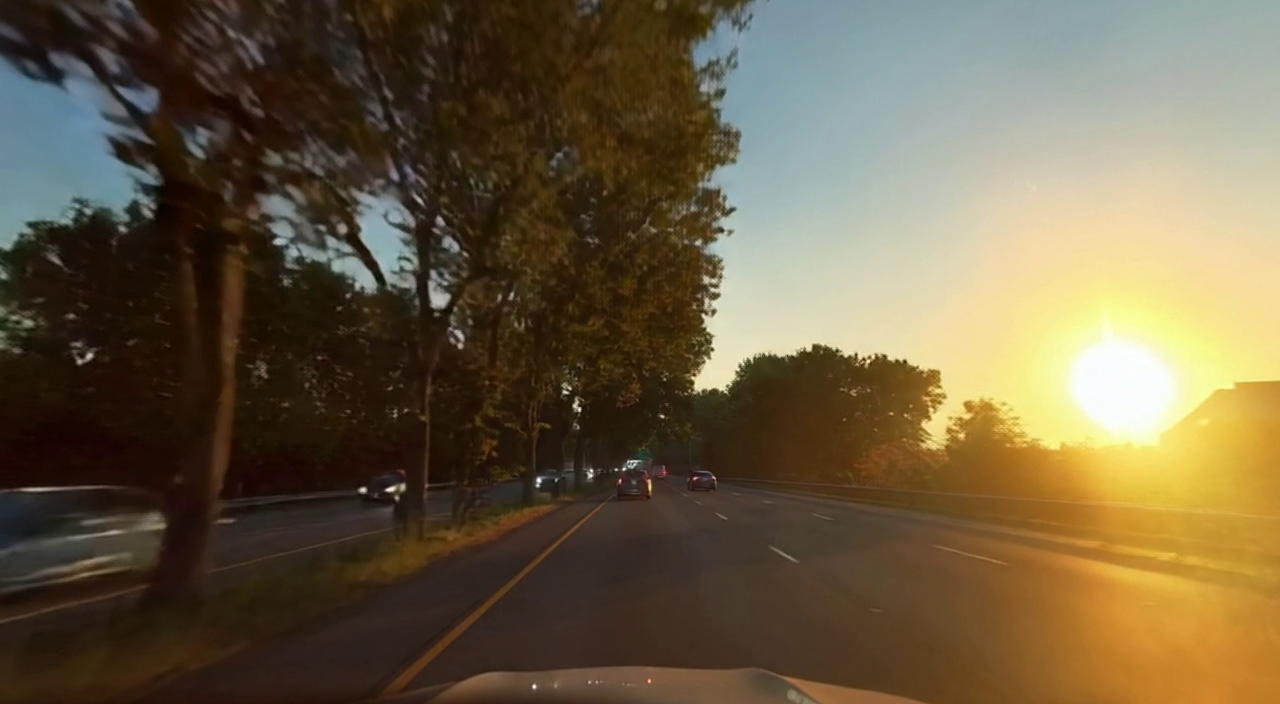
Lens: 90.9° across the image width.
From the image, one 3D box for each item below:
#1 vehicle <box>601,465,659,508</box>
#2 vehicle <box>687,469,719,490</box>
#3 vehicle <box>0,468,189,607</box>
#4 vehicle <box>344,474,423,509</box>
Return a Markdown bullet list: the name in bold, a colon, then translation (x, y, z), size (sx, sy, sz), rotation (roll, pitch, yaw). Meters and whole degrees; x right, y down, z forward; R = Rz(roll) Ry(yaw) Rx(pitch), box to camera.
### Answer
- **vehicle**: translation (-0.375, 5.120, 24.205), size (2.060, 1.473, 3.726), rotation (1, -10, -1)
- **vehicle**: translation (4.743, 9.694, 47.965), size (1.974, 1.476, 4.119), rotation (1, -10, -1)
- **vehicle**: translation (-7.820, 2.179, 7.726), size (1.780, 1.447, 3.670), rotation (1, -10, 0)
- **vehicle**: translation (-12.167, 6.630, 30.200), size (1.909, 1.445, 4.225), rotation (0, -10, 2)
